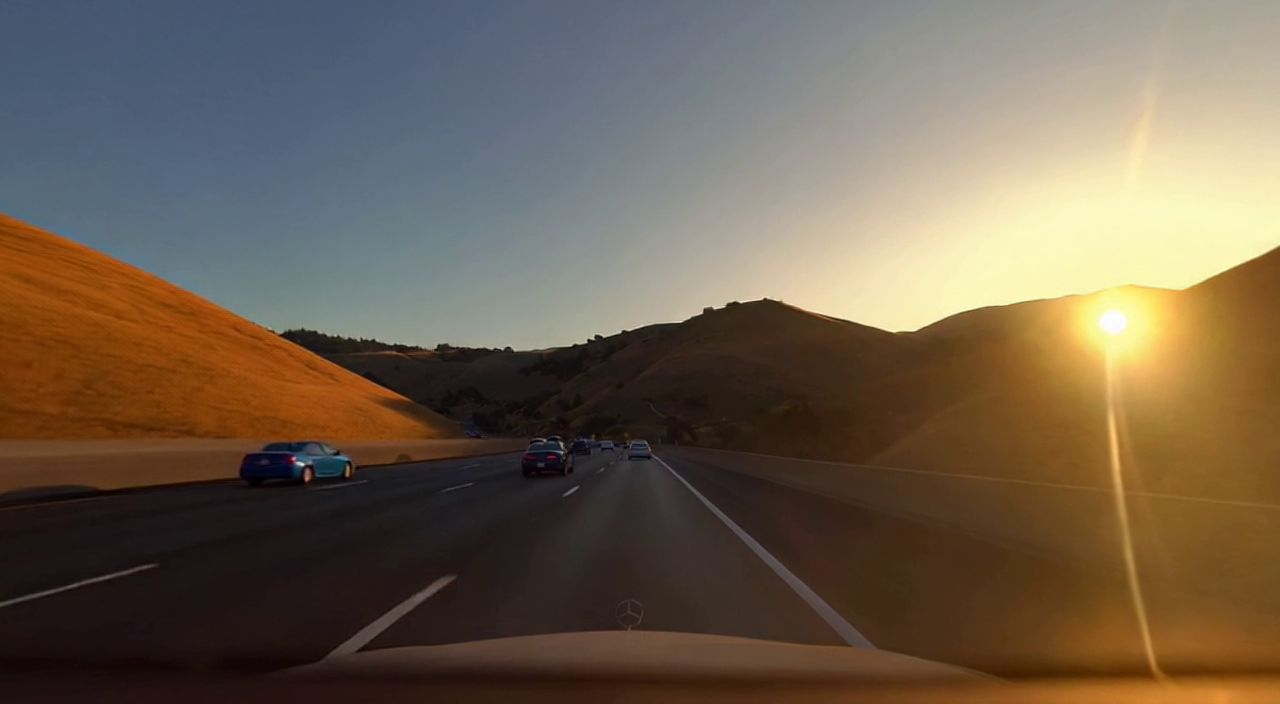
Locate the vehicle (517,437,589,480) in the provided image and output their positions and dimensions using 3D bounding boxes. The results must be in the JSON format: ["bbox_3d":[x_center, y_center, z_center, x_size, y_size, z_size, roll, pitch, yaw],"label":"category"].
[{"bbox_3d":[-3.317,4.152,24.923,2.080,1.505,4.649,-1,-8,1],"label":"vehicle"}]

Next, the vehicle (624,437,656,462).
[{"bbox_3d":[0.016,6.990,45.291,2.138,1.674,4.044,0,-8,0],"label":"vehicle"}]

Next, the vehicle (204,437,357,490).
[{"bbox_3d":[-11.234,3.496,20.250,1.945,1.466,4.947,-1,-8,1],"label":"vehicle"}]
